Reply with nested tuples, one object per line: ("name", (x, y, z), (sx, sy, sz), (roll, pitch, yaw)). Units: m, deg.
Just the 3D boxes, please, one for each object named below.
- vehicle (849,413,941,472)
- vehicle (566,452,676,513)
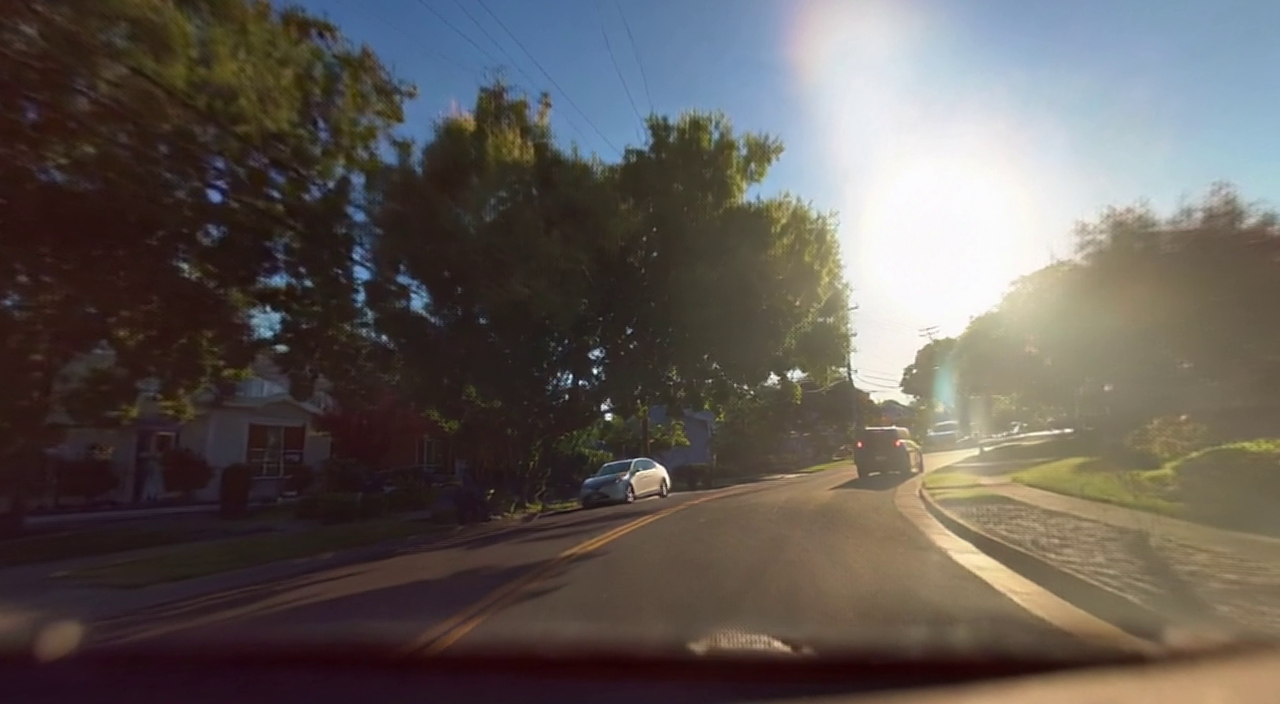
("vehicle", (9.638, 3.393, 23.607), (2.086, 1.974, 4.890), (-6, -10, 34))
("vehicle", (-0.583, 4.770, 23.667), (2.039, 1.949, 4.511), (-5, -10, 29))
